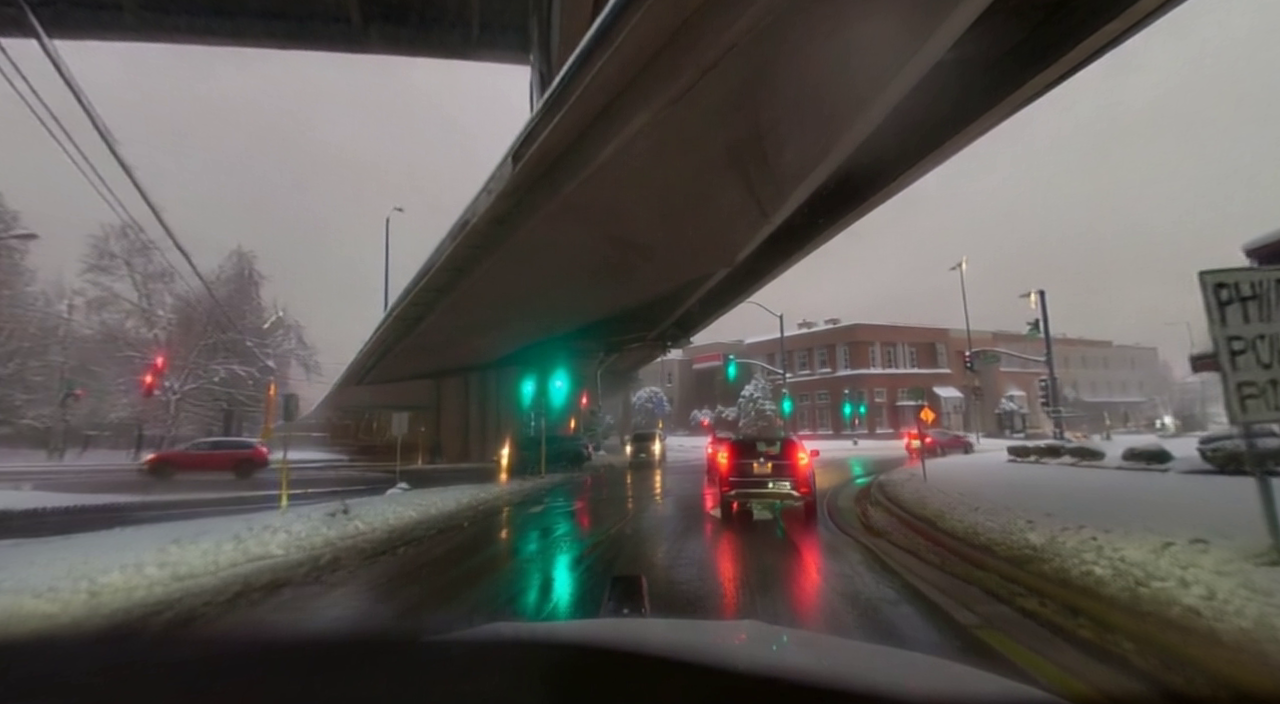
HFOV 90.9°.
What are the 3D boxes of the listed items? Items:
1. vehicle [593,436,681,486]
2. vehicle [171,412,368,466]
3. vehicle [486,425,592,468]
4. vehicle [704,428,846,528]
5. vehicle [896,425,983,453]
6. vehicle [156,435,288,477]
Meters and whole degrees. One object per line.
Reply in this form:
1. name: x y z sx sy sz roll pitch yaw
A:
1. vehicle: 0.038 3.721 21.954 2.214 1.519 4.704 -2 -9 10
2. vehicle: -28.370 6.897 49.808 3.136 3.659 13.988 -4 -9 24
3. vehicle: -4.988 4.664 31.093 4.761 1.930 2.175 -5 -10 28
4. vehicle: 2.509 2.340 12.331 2.195 1.571 4.353 -2 -8 9
5. vehicle: 18.150 5.292 38.249 4.755 1.623 2.290 4 -9 -28
6. vehicle: -19.875 4.943 30.283 4.827 1.885 2.008 3 -9 -22
